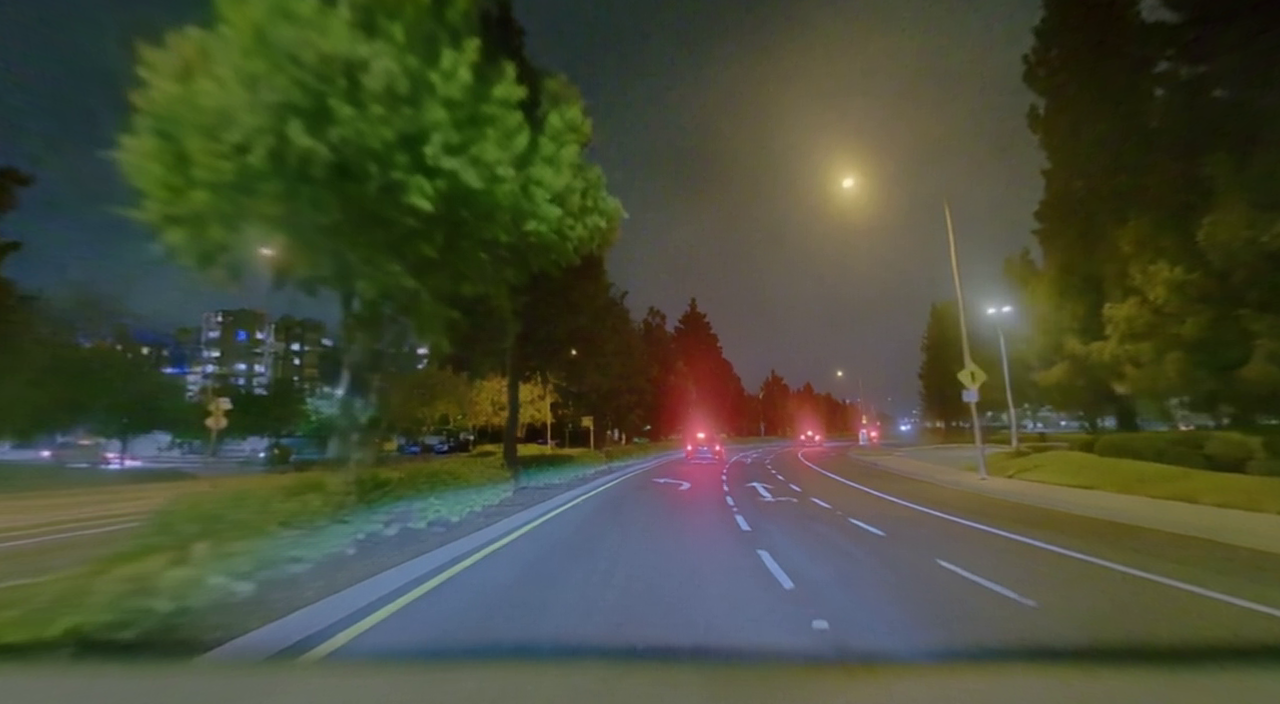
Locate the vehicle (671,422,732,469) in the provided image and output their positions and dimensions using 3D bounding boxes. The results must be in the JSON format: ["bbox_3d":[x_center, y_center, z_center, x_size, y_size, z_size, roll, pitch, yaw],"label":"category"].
[{"bbox_3d":[2.987,4.340,29.161,2.371,1.926,5.615,-2,-9,10],"label":"vehicle"}]

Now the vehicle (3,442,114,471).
[{"bbox_3d":[-37.702,6.755,40.844,4.636,1.790,2.178,2,-9,-15],"label":"vehicle"}]
